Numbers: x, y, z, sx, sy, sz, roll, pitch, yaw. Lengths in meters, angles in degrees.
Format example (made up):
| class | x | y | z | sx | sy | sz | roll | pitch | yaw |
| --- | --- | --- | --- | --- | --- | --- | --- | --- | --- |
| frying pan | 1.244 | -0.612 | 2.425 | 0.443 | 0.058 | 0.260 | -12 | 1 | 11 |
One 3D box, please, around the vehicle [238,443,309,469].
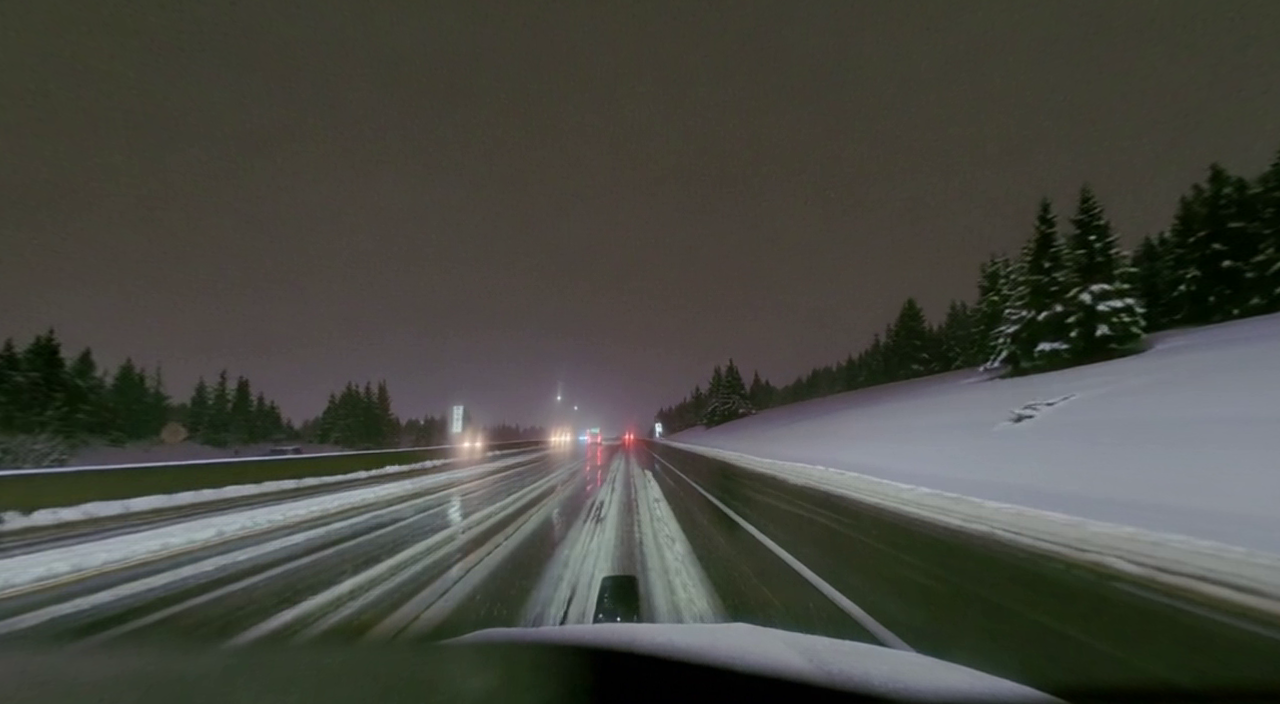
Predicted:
| class | x | y | z | sx | sy | sz | roll | pitch | yaw |
| --- | --- | --- | --- | --- | --- | --- | --- | --- | --- |
| vehicle | -23.916 | 6.777 | 41.198 | 1.905 | 1.523 | 4.590 | 0 | -8 | -1 |
